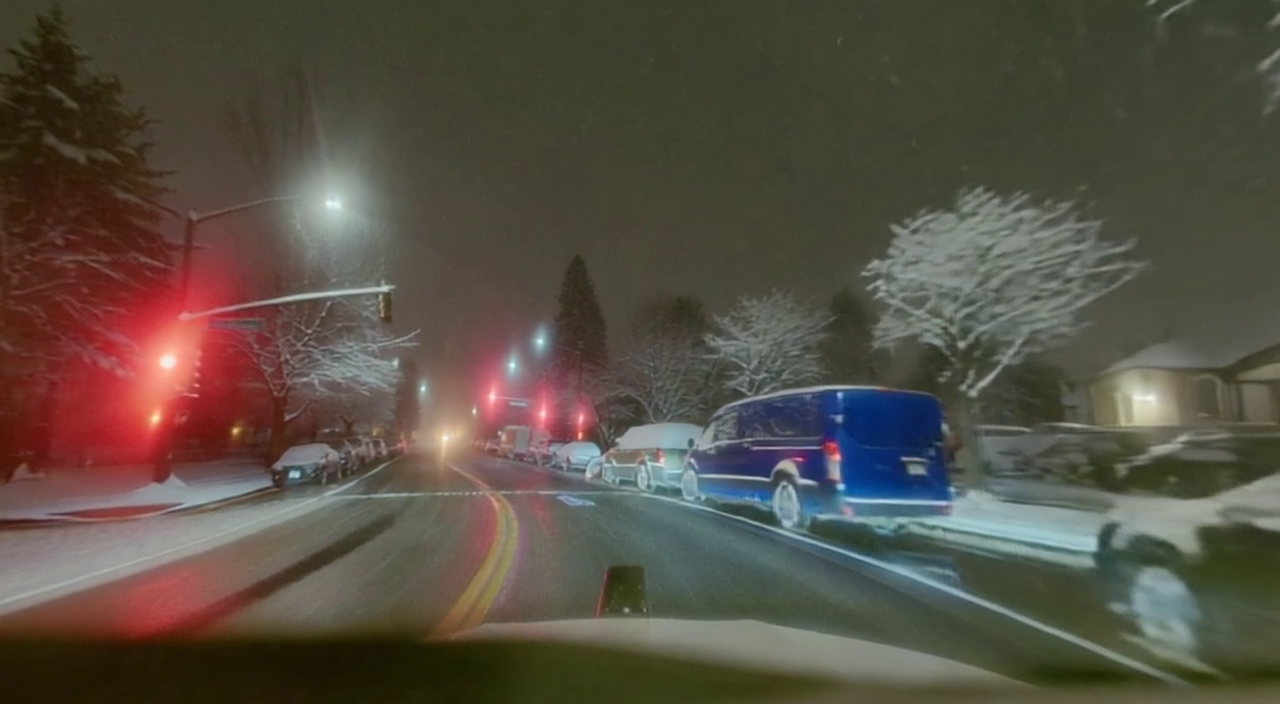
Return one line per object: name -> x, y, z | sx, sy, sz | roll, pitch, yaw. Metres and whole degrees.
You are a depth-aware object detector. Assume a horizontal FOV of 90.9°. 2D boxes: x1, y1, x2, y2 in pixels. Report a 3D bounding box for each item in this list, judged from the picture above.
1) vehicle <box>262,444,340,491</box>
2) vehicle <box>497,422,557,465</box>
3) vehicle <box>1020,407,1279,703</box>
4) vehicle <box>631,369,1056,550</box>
vehicle -> -12.488, 4.234, 23.506 | 1.950, 1.489, 4.214 | 2, -8, -20
vehicle -> -8.521, 6.790, 46.962 | 3.089, 2.882, 6.770 | 3, -9, -21
vehicle -> 4.218, 0.977, 2.856 | 1.957, 1.479, 4.554 | 0, -8, -3
vehicle -> 2.607, 2.081, 12.964 | 3.041, 2.164, 10.370 | 1, -9, -15
